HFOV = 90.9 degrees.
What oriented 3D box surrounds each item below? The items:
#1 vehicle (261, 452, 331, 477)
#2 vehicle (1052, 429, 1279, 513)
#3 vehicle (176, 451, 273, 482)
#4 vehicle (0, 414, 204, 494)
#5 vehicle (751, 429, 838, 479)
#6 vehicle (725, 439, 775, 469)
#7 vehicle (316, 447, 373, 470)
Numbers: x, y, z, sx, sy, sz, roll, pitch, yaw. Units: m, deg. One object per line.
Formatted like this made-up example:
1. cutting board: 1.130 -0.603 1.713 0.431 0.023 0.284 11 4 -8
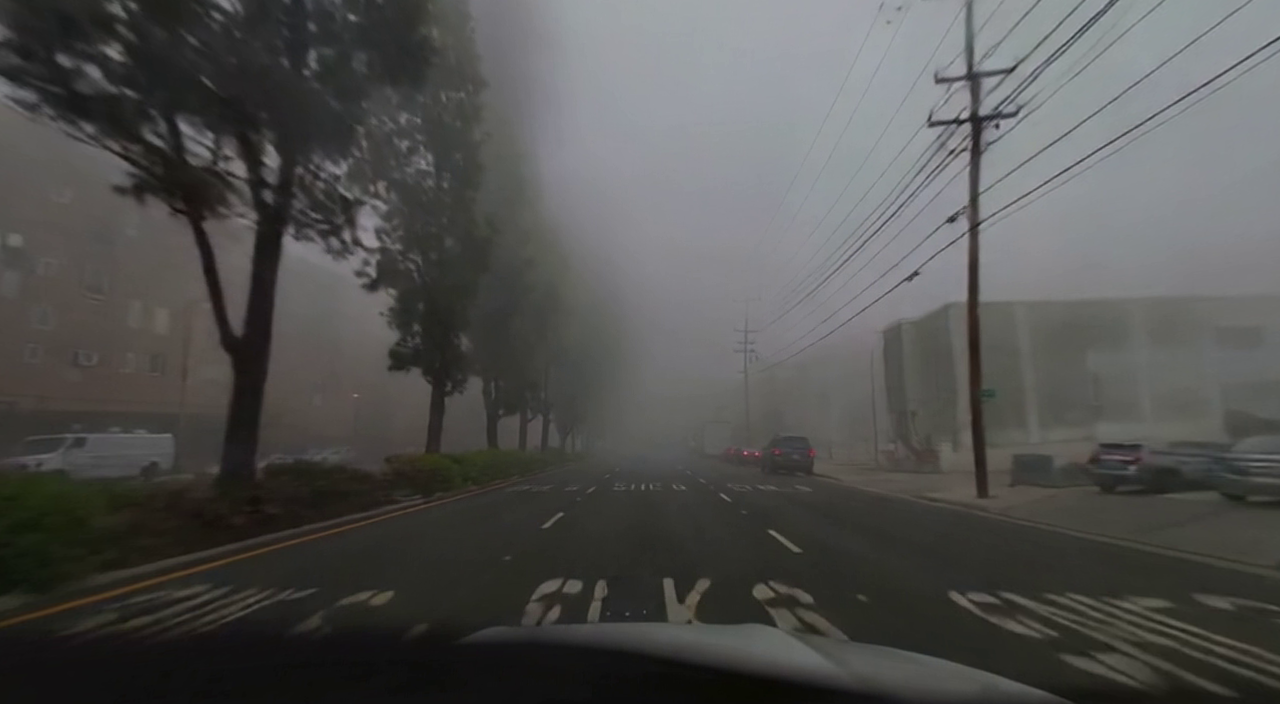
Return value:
1. vehicle: -22.072 7.211 40.645 1.907 1.404 4.413 -1 -8 3
2. vehicle: 11.848 2.582 14.238 1.970 1.551 4.713 0 -8 1
3. vehicle: -22.284 6.128 34.067 1.877 1.473 4.892 0 -8 1
4. vehicle: -22.328 4.250 26.628 2.397 2.865 7.296 0 -8 1
5. vehicle: 7.061 4.763 29.670 2.563 2.090 6.077 0 -8 0
6. vehicle: 7.199 6.768 42.016 2.258 1.845 5.381 0 -8 -1
7. vehicle: -22.055 7.977 47.250 1.778 1.533 4.967 -2 -8 2
